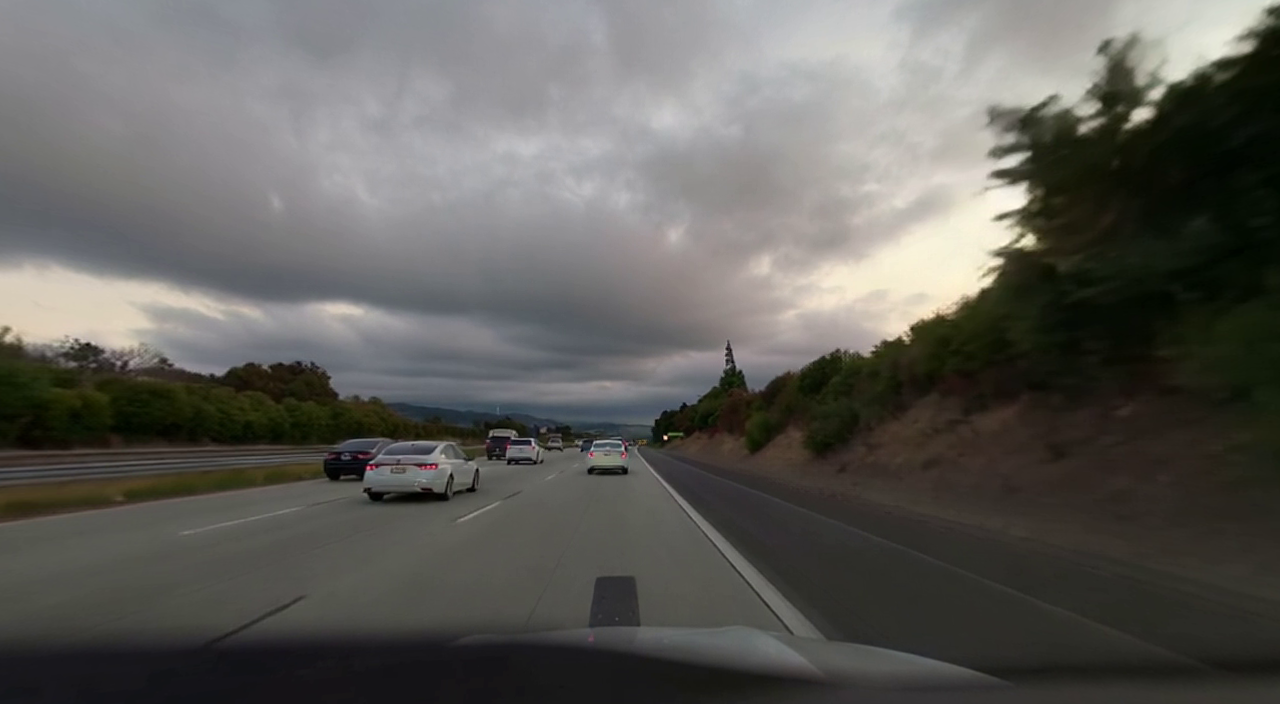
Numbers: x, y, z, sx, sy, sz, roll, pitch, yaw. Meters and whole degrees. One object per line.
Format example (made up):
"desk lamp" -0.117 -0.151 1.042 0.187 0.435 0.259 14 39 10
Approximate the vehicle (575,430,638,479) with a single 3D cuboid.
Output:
"vehicle" -1.229 3.798 23.721 2.178 1.658 3.916 0 -8 -2

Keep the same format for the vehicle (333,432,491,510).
"vehicle" -4.879 2.565 14.239 1.971 1.464 4.386 0 -8 0

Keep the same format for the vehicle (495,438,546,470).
"vehicle" -5.748 4.908 30.633 1.835 1.432 3.835 0 -8 -1

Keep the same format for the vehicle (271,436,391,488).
"vehicle" -9.610 3.406 19.913 1.850 1.439 3.932 0 -8 -1
